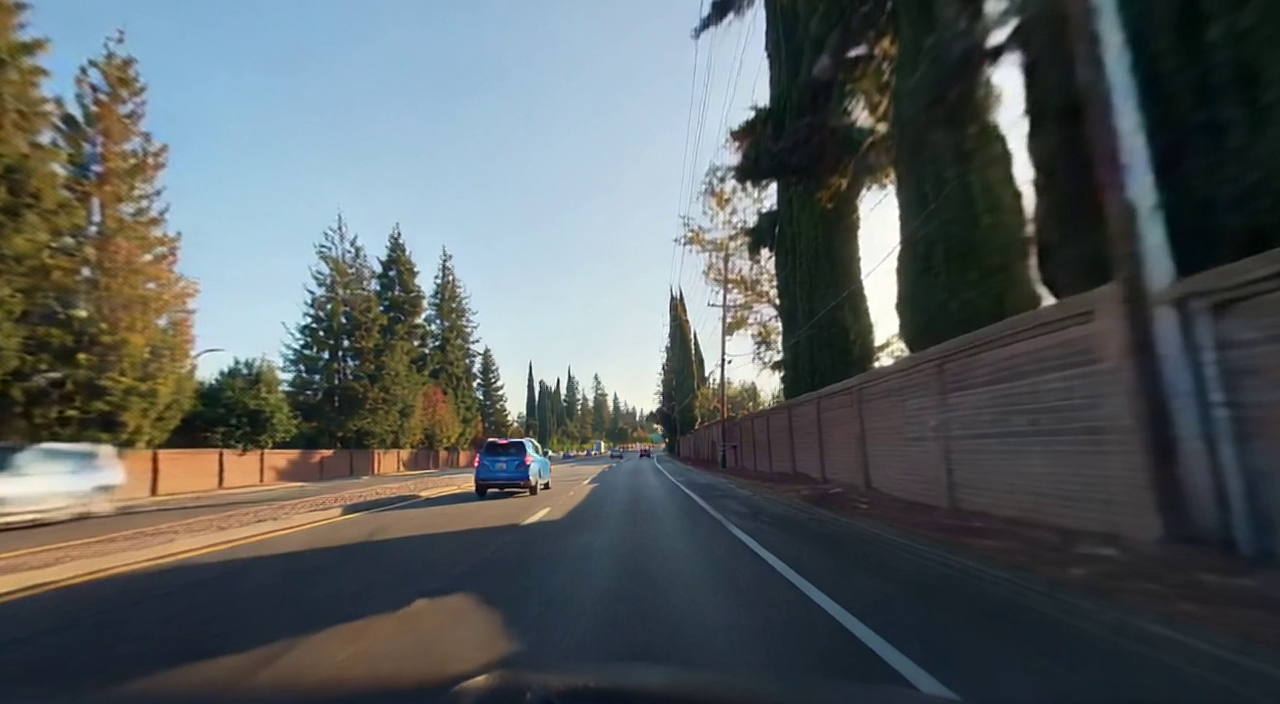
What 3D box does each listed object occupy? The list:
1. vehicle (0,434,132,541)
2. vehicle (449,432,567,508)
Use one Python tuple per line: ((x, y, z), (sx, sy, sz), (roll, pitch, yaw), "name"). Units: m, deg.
((-12.332, 2.513, 11.925), (1.930, 1.868, 4.063), (0, -8, 0), "vehicle")
((-3.352, 3.096, 16.999), (2.147, 1.730, 4.555), (0, -9, 1), "vehicle")
